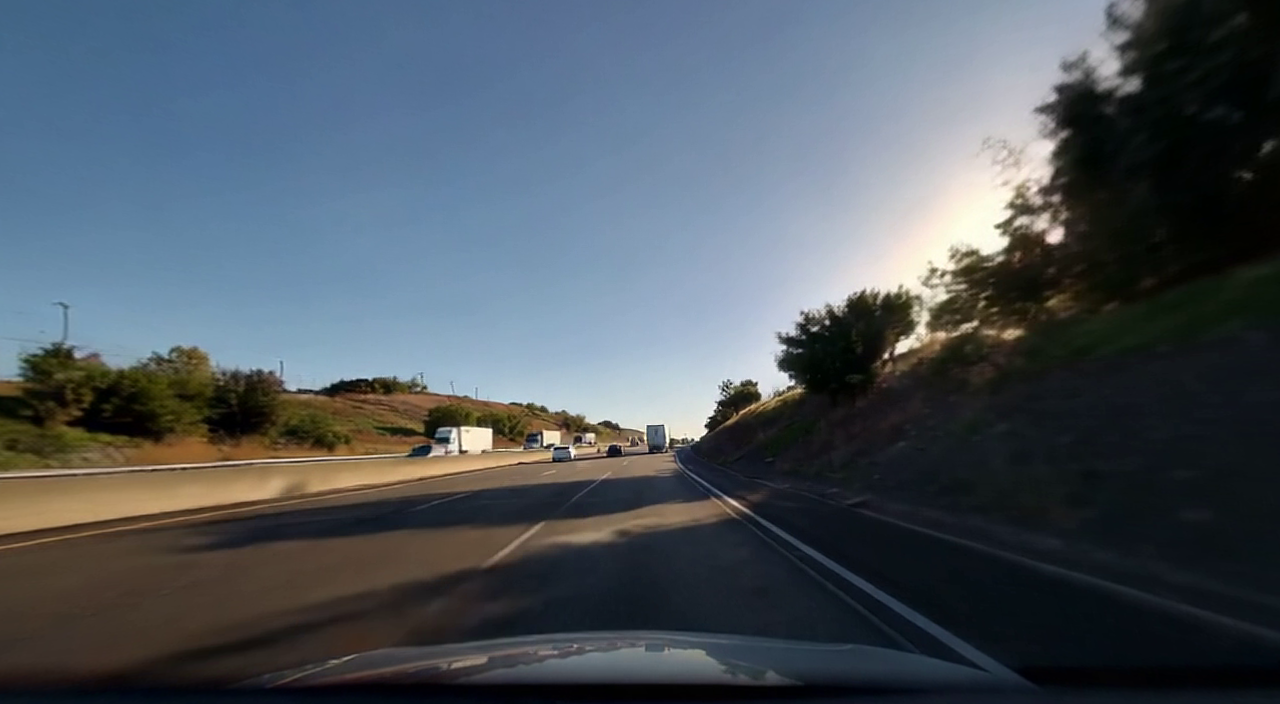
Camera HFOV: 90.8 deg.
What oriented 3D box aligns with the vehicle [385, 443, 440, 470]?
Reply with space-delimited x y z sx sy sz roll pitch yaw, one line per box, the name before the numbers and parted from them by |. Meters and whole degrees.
vehicle | -16.040 7.417 44.810 2.073 1.803 4.751 0 -9 0
